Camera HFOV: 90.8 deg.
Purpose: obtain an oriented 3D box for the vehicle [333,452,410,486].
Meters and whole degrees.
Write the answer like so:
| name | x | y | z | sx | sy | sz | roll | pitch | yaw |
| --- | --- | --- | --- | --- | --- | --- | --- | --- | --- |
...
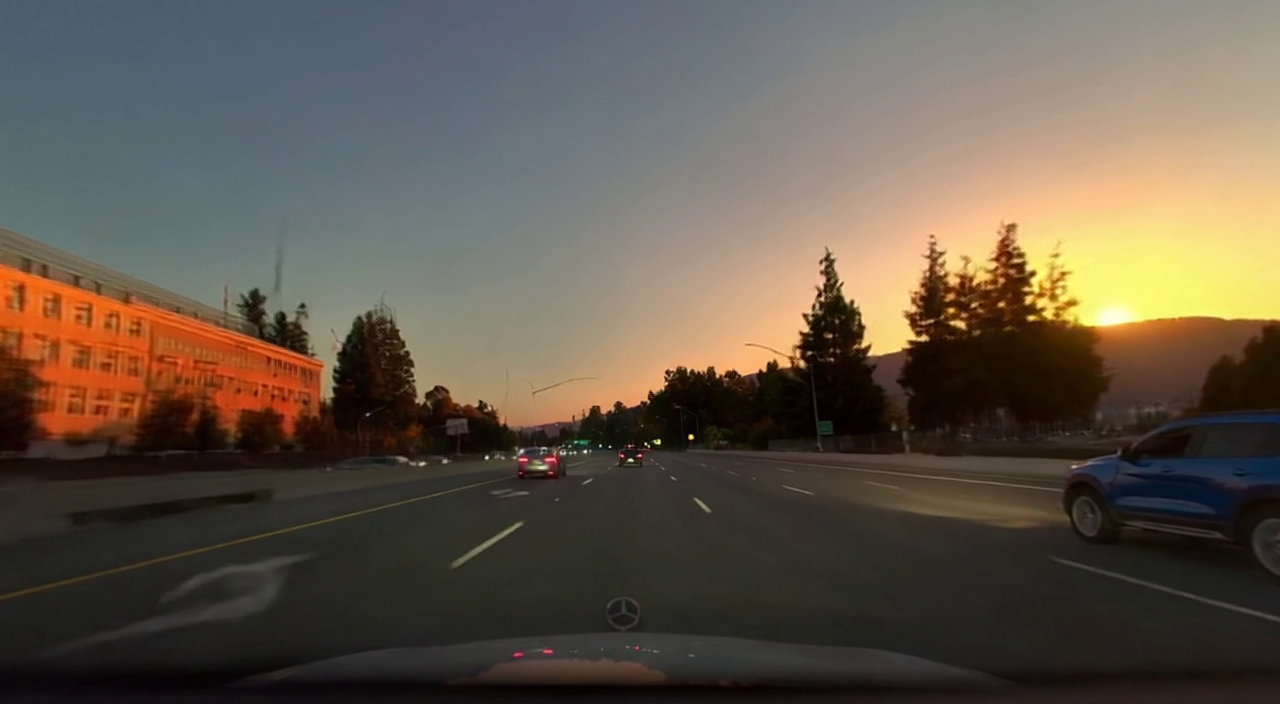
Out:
| name | x | y | z | sx | sy | sz | roll | pitch | yaw |
| --- | --- | --- | --- | --- | --- | --- | --- | --- | --- |
| vehicle | -14.265 | 6.206 | 33.915 | 1.986 | 1.659 | 4.769 | -1 | -9 | 0 |

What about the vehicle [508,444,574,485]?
| name | x | y | z | sx | sy | sz | roll | pitch | yaw |
| --- | --- | --- | --- | --- | --- | --- | --- | --- | --- |
| vehicle | -3.863 | 4.452 | 25.361 | 1.886 | 1.465 | 4.625 | -1 | -9 | 0 |

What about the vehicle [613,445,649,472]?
| name | x | y | z | sx | sy | sz | roll | pitch | yaw |
| --- | --- | --- | --- | --- | --- | --- | --- | --- | --- |
| vehicle | -0.549 | 6.325 | 37.619 | 1.997 | 1.485 | 4.094 | 0 | -9 | -1 |

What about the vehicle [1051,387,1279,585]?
| name | x | y | z | sx | sy | sz | roll | pitch | yaw |
| --- | --- | --- | --- | --- | --- | --- | --- | --- | --- |
| vehicle | 6.921 | 1.344 | 6.575 | 2.028 | 1.801 | 4.741 | 0 | -9 | 0 |
